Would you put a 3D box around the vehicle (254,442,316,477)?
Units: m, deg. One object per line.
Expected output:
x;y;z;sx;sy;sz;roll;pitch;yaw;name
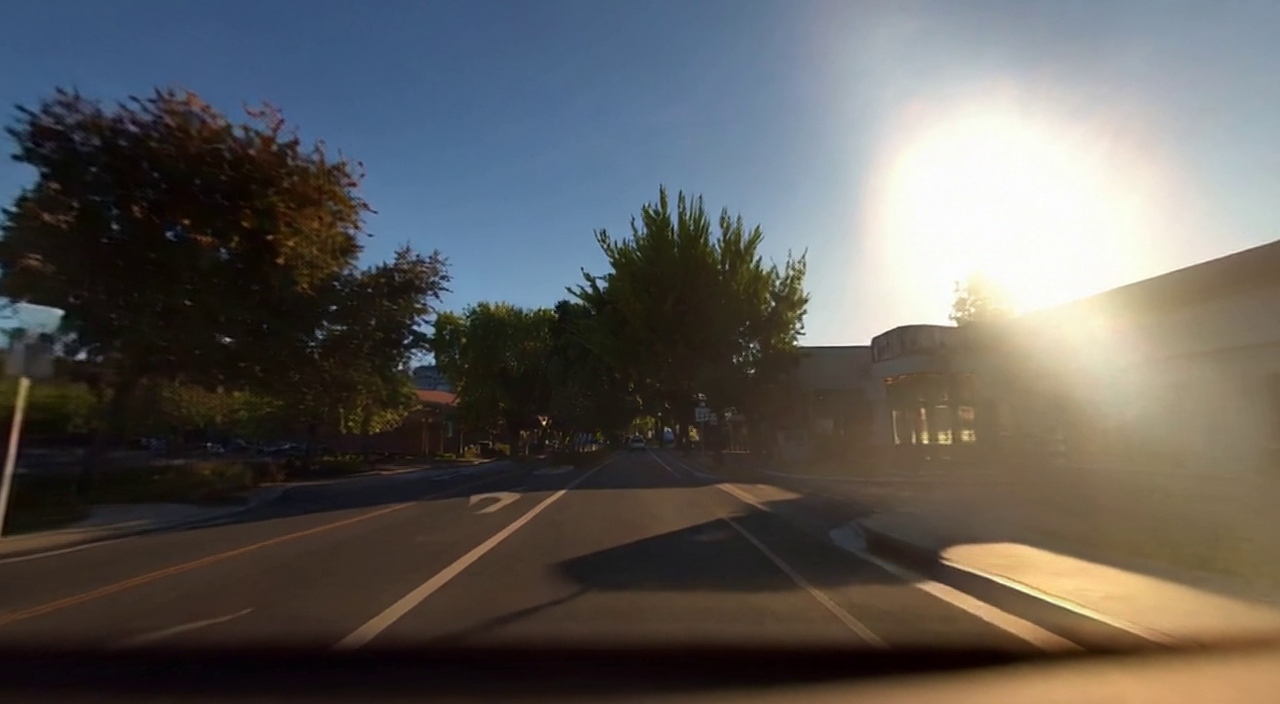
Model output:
-16.456;4.964;29.471;2.061;1.475;4.357;4;-9;-24;vehicle
